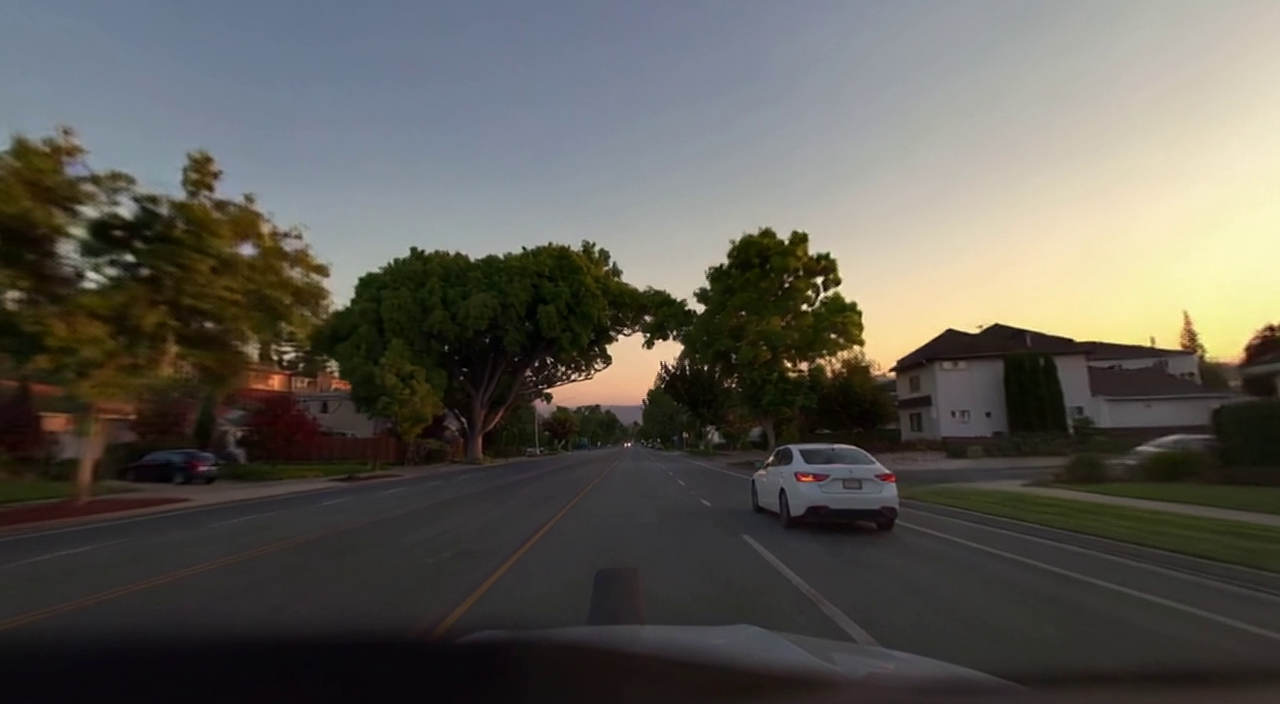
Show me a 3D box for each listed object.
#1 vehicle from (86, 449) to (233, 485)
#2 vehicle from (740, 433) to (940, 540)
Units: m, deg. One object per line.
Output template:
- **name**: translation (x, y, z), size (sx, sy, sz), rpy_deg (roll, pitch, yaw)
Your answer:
- **vehicle**: translation (-20.583, 4.932, 27.195), size (4.689, 1.466, 1.969), rpy_deg (0, -9, 1)
- **vehicle**: translation (3.173, 2.228, 11.107), size (2.057, 1.493, 4.225), rpy_deg (0, -9, -1)
